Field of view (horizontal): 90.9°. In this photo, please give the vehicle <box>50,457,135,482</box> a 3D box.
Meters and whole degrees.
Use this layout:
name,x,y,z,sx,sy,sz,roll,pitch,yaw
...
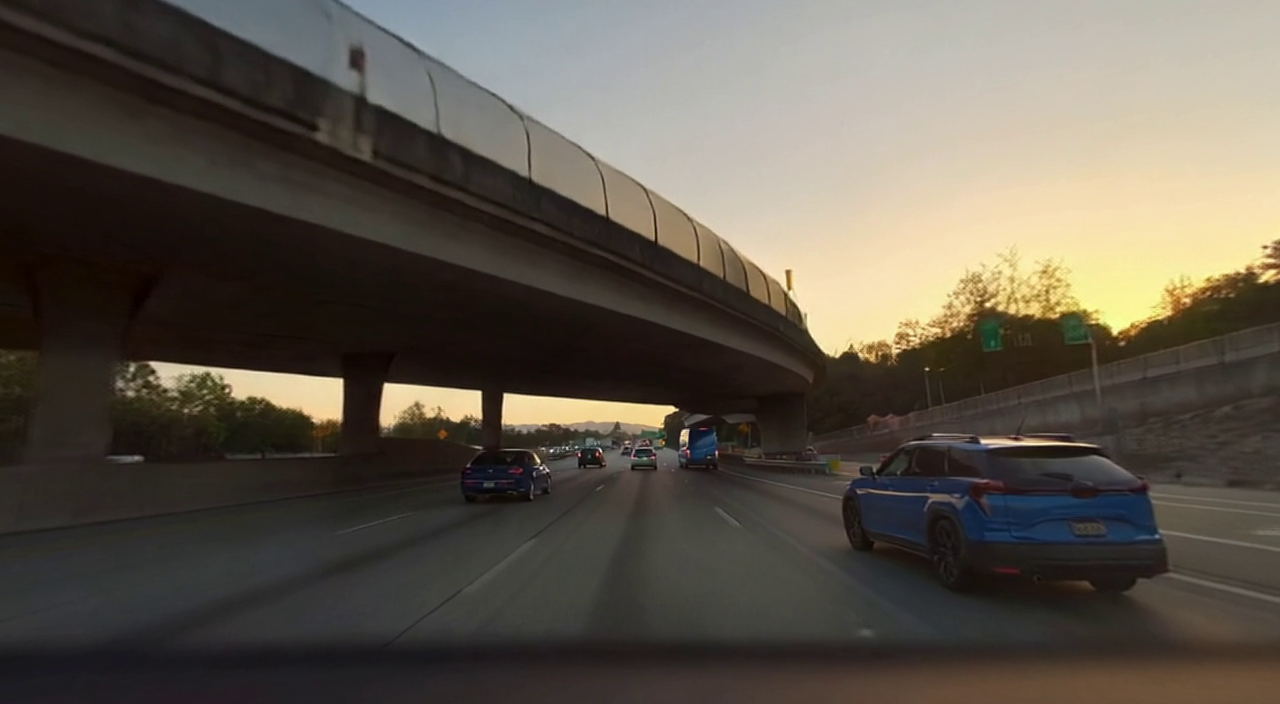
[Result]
name,x,y,z,sx,sy,sz,roll,pitch,yaw
vehicle,-36.837,7.881,42.586,1.729,1.459,4.493,0,-8,0

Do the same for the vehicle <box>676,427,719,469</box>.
name,x,y,z,sx,sy,sz,roll,pitch,yaw
vehicle,4.043,6.926,45.636,2.436,2.745,6.607,0,-8,-1

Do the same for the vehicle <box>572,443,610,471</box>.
name,x,y,z,sx,sy,sz,roll,pitch,yaw
vehicle,-3.233,6.978,42.166,2.078,1.706,4.298,-1,-8,2

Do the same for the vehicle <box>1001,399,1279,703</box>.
name,x,y,z,sx,sy,sz,roll,pitch,yaw
vehicle,4.010,0.989,2.826,2.085,1.558,4.466,0,-8,-1

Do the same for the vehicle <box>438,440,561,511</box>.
name,x,y,z,sx,sy,sz,roll,pitch,yaw
vehicle,-3.377,3.046,16.063,2.137,1.562,3.926,0,-8,2

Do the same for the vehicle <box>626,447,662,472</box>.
name,x,y,z,sx,sy,sz,roll,pitch,yaw
vehicle,0.229,6.689,39.594,2.174,1.467,4.005,0,-8,0
